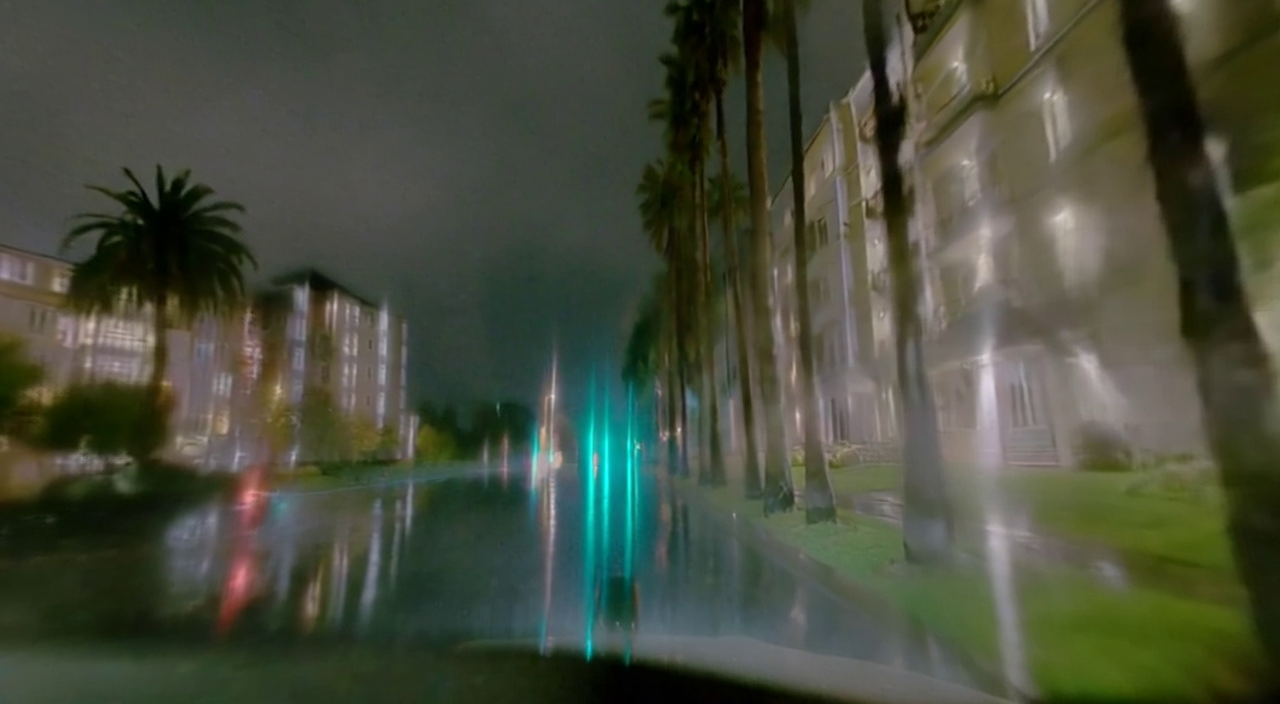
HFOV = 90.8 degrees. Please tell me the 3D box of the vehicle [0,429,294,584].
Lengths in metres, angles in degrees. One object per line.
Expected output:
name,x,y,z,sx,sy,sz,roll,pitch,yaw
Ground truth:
vehicle,-7.182,1.847,7.715,4.803,1.520,1.894,-2,-7,-6
